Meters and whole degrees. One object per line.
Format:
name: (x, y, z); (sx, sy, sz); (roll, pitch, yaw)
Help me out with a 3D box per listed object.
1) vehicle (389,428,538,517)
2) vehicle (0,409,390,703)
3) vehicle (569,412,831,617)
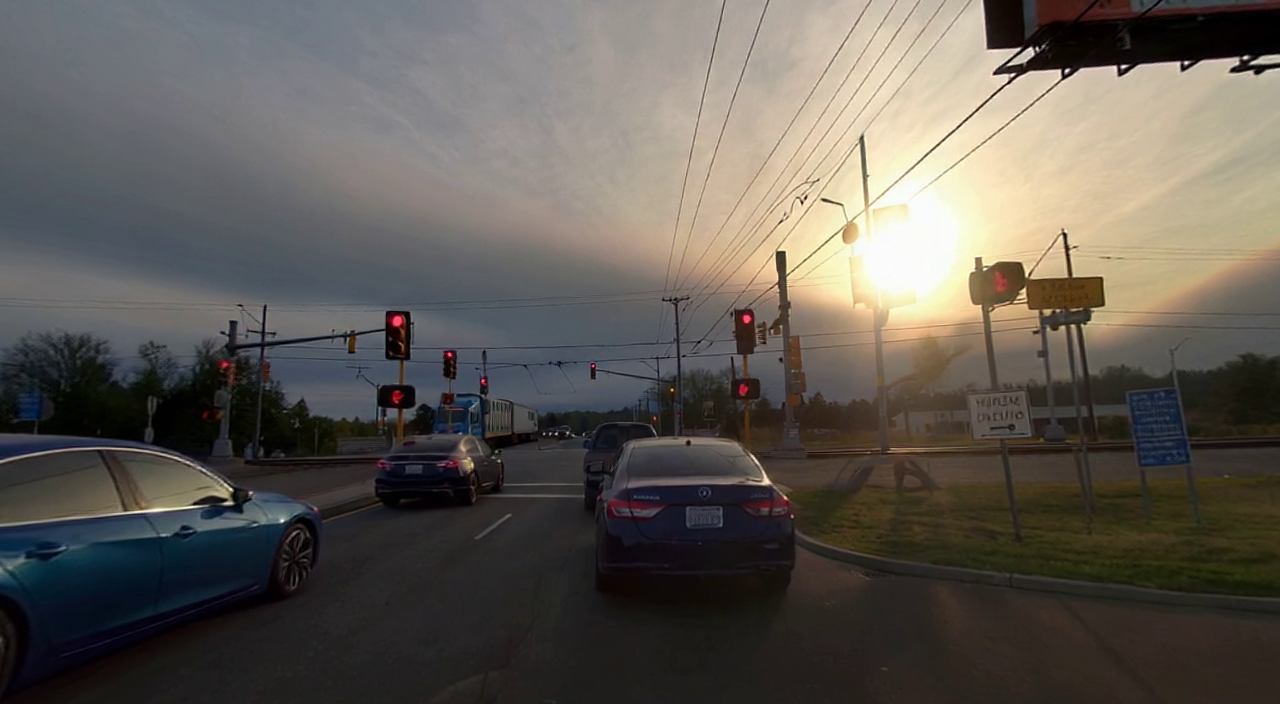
vehicle: (-3.362, 2.373, 12.912); (1.984, 1.505, 3.982); (0, -9, -2)
vehicle: (-3.708, 1.260, 4.538); (1.956, 1.468, 4.585); (0, -8, 0)
vehicle: (0.358, 1.528, 6.844); (1.998, 1.529, 3.960); (0, -9, -3)
